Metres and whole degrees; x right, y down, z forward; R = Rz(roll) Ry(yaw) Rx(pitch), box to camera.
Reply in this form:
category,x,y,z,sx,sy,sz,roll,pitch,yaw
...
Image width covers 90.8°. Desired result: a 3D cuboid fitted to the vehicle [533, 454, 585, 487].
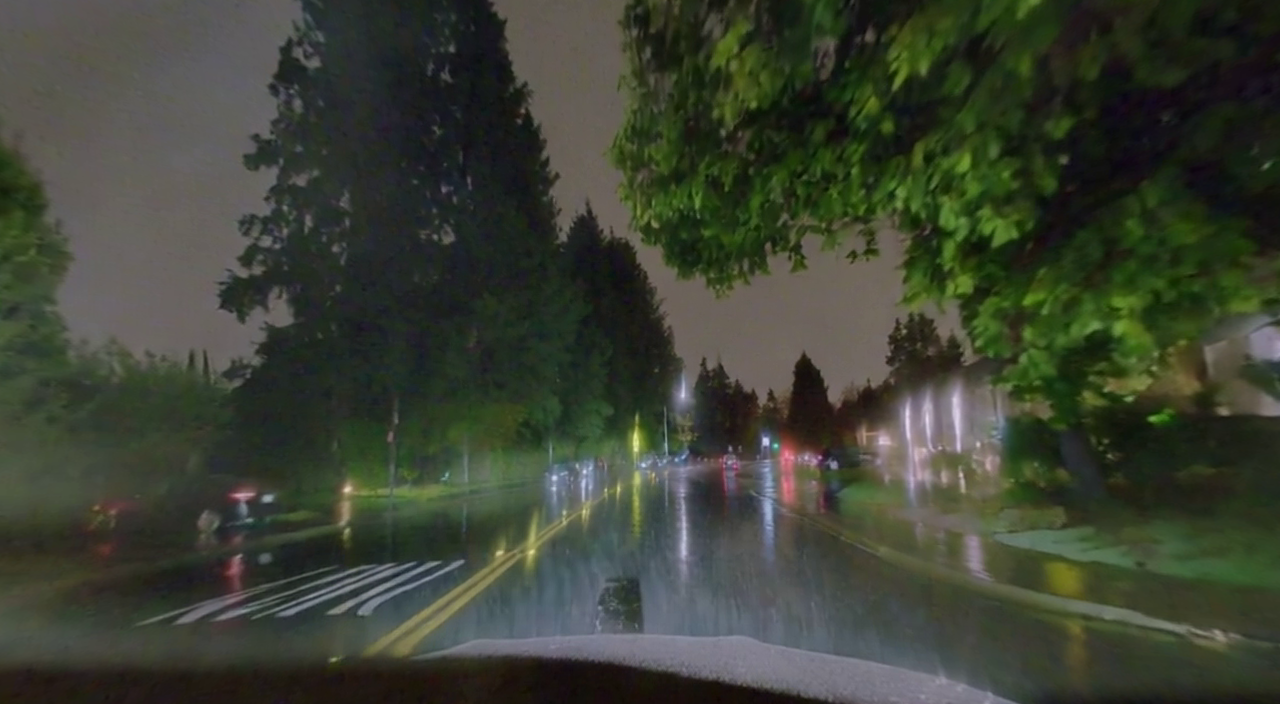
category,x,y,z,sx,sy,sz,roll,pitch,yaw
vehicle,-4.423,6.658,35.154,1.886,1.494,4.149,-2,-14,7

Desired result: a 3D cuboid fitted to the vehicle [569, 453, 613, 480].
category,x,y,z,sx,sy,sz,roll,pitch,yaw
vehicle,-3.200,7.740,42.332,1.972,1.536,4.347,-2,-14,8

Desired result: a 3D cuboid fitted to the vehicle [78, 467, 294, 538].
category,x,y,z,sx,sy,sz,roll,pitch,yaw
vehicle,-10.585,3.473,14.855,3.947,1.442,1.858,-2,-9,12

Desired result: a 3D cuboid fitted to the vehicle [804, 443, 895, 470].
category,x,y,z,sx,sy,sz,roll,pitch,yaw
vehicle,12.327,6.168,37.425,4.744,1.507,1.953,-1,-8,4
